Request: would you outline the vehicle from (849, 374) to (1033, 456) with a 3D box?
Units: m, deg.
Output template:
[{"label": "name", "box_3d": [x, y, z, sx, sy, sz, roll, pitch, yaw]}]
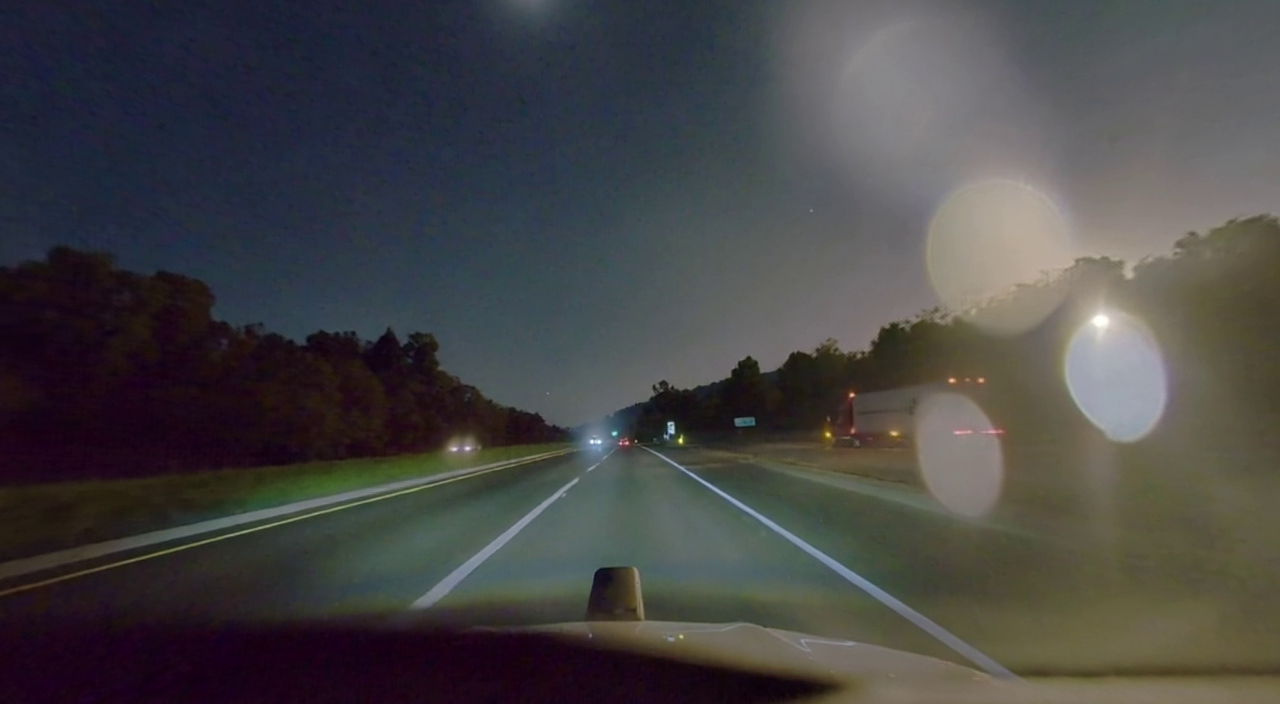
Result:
[{"label": "vehicle", "box_3d": [17.831, 4.166, 39.418, 3.442, 4.212, 13.752, 1, -8, -7]}]
